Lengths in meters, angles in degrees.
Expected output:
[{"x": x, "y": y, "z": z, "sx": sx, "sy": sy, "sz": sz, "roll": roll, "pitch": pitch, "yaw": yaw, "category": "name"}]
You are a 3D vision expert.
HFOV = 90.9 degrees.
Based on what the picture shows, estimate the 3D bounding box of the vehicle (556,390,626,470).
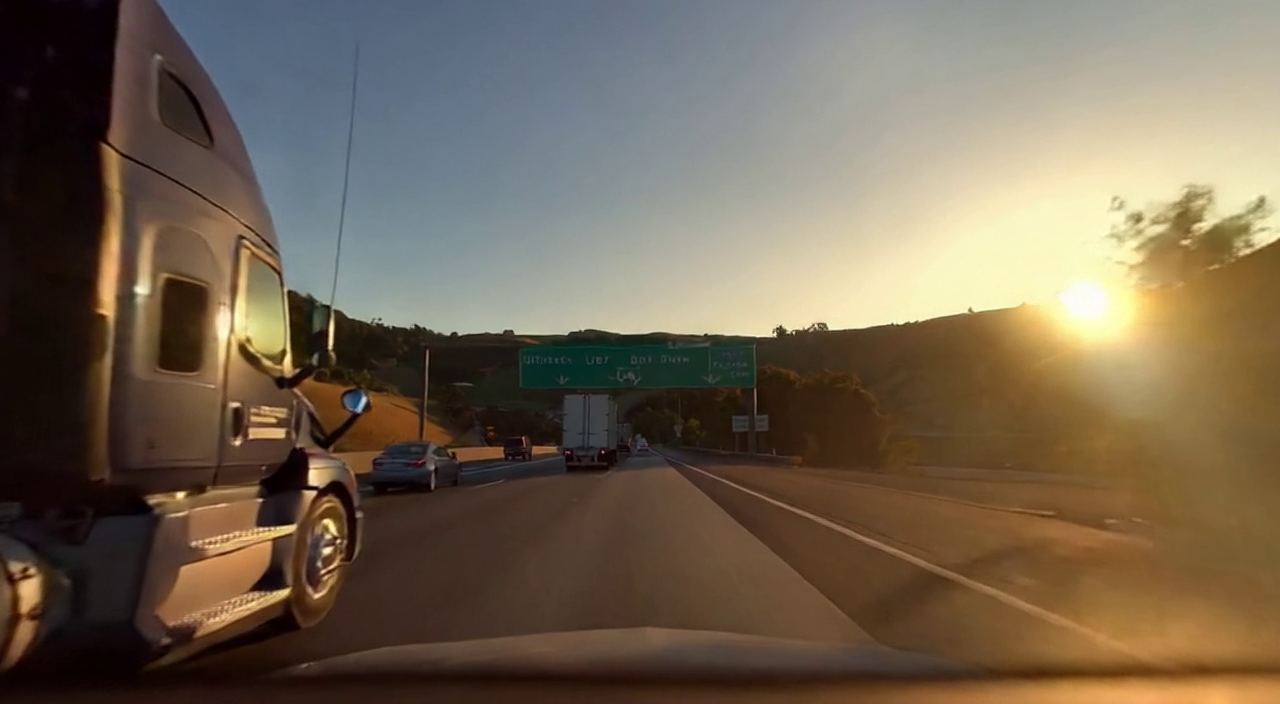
[{"x": -2.852, "y": 5.479, "z": 42.709, "sx": 3.202, "sy": 4.352, "sz": 16.251, "roll": 0, "pitch": -8, "yaw": 1, "category": "vehicle"}]

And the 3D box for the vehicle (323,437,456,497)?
[{"x": -7.011, "y": 3.257, "z": 18.271, "sx": 1.911, "sy": 1.494, "sz": 4.555, "roll": 0, "pitch": -8, "yaw": 1, "category": "vehicle"}]
